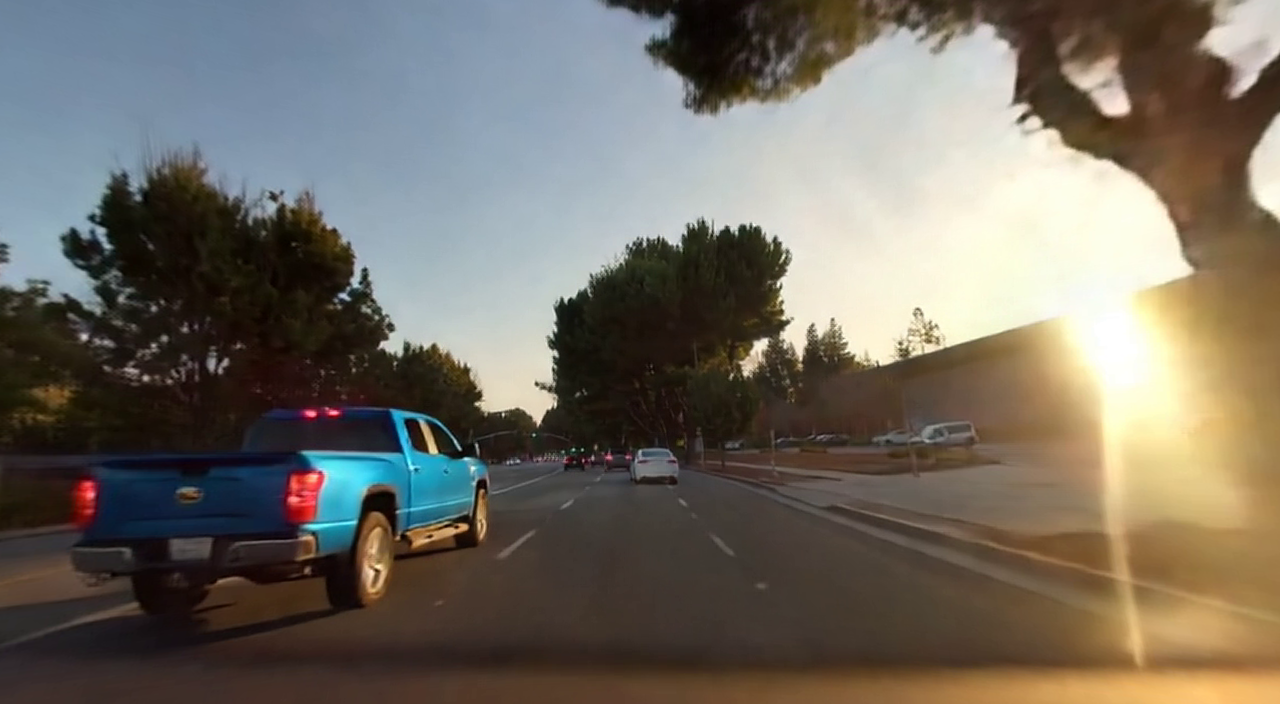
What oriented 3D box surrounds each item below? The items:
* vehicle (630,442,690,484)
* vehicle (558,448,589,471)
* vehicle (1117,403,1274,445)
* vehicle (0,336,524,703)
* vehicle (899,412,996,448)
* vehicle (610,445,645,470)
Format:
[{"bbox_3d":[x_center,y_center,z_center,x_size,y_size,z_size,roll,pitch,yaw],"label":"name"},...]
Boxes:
[{"bbox_3d":[0.706,4.470,25.557,2.142,1.528,4.133,0,-9,-2],"label":"vehicle"},{"bbox_3d":[-4.547,7.354,43.272,2.018,1.458,4.350,0,-9,-5],"label":"vehicle"},{"bbox_3d":[23.183,3.094,26.569,4.588,1.525,1.979,-6,-11,32],"label":"vehicle"},{"bbox_3d":[-3.049,1.370,6.380,2.512,1.992,5.725,-1,-9,2],"label":"vehicle"},{"bbox_3d":[22.387,5.747,46.043,6.027,2.377,2.245,-5,-10,26],"label":"vehicle"},{"bbox_3d":[-0.895,6.894,41.202,2.047,1.502,3.873,0,-9,-5],"label":"vehicle"}]
